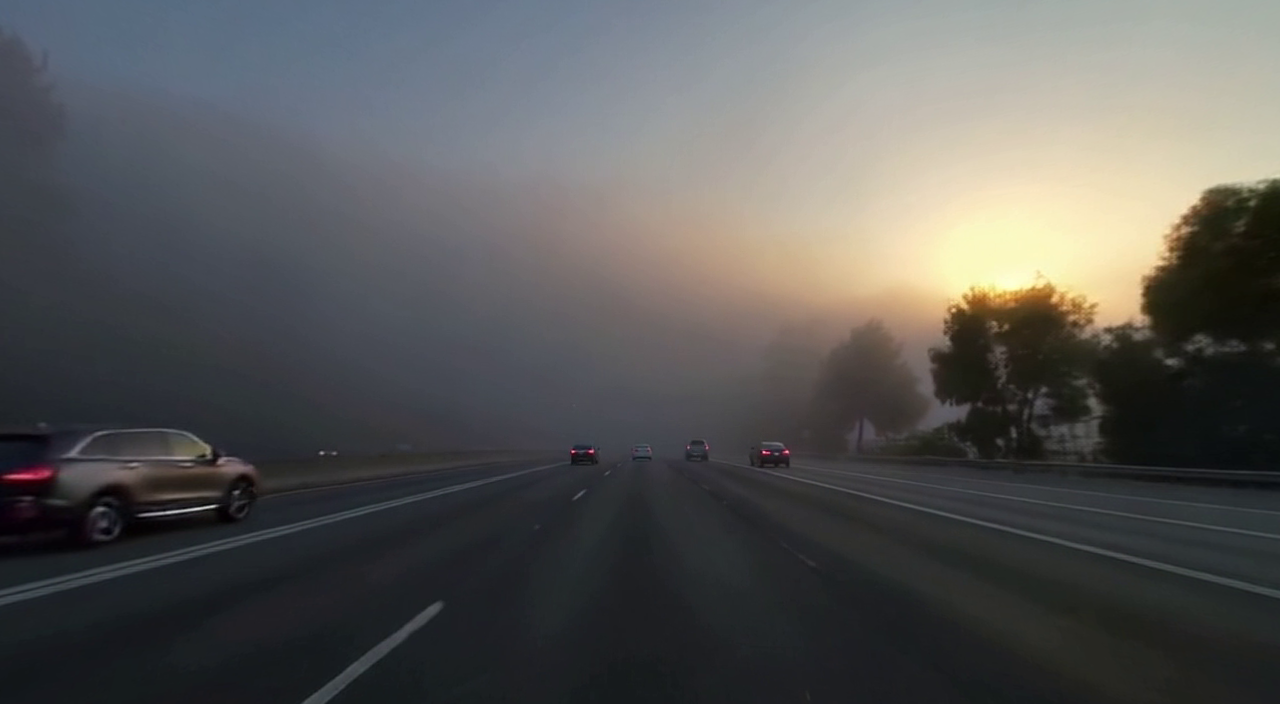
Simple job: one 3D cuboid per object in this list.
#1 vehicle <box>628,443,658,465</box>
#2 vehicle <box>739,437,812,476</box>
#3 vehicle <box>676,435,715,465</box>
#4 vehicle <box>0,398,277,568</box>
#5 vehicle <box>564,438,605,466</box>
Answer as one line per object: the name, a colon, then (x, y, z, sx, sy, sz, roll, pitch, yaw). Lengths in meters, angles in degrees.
vehicle: (0.251, 7.390, 45.839, 2.050, 1.452, 3.917, 0, -8, 1)
vehicle: (6.165, 4.793, 29.272, 2.196, 1.659, 4.451, 0, -8, -3)
vehicle: (3.935, 7.038, 45.538, 2.348, 1.991, 5.460, 0, -8, 0)
vehicle: (-7.841, 1.722, 8.942, 2.199, 1.781, 5.271, 0, -8, 1)
vehicle: (-3.544, 6.515, 41.250, 2.118, 1.750, 4.875, 0, -8, 1)
